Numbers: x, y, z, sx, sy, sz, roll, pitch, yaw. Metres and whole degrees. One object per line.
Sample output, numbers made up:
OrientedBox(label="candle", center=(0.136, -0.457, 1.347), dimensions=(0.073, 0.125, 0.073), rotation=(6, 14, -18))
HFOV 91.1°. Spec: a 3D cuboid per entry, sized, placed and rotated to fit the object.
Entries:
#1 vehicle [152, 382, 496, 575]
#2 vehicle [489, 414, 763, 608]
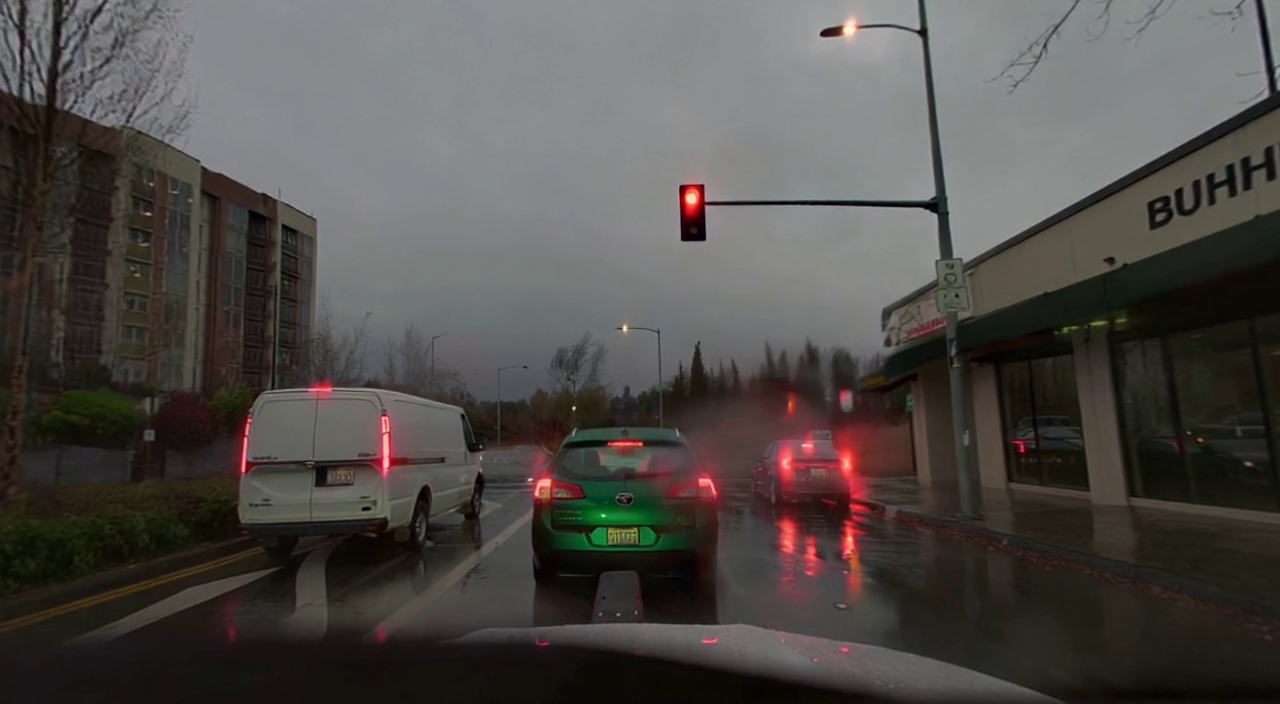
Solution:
OrientedBox(label="vehicle", center=(-3.576, 1.529, 8.552), dimensions=(2.076, 1.820, 5.100), rotation=(0, -8, -1))
OrientedBox(label="vehicle", center=(-0.114, 1.464, 6.773), dimensions=(2.064, 1.452, 3.942), rotation=(0, -8, 0))
